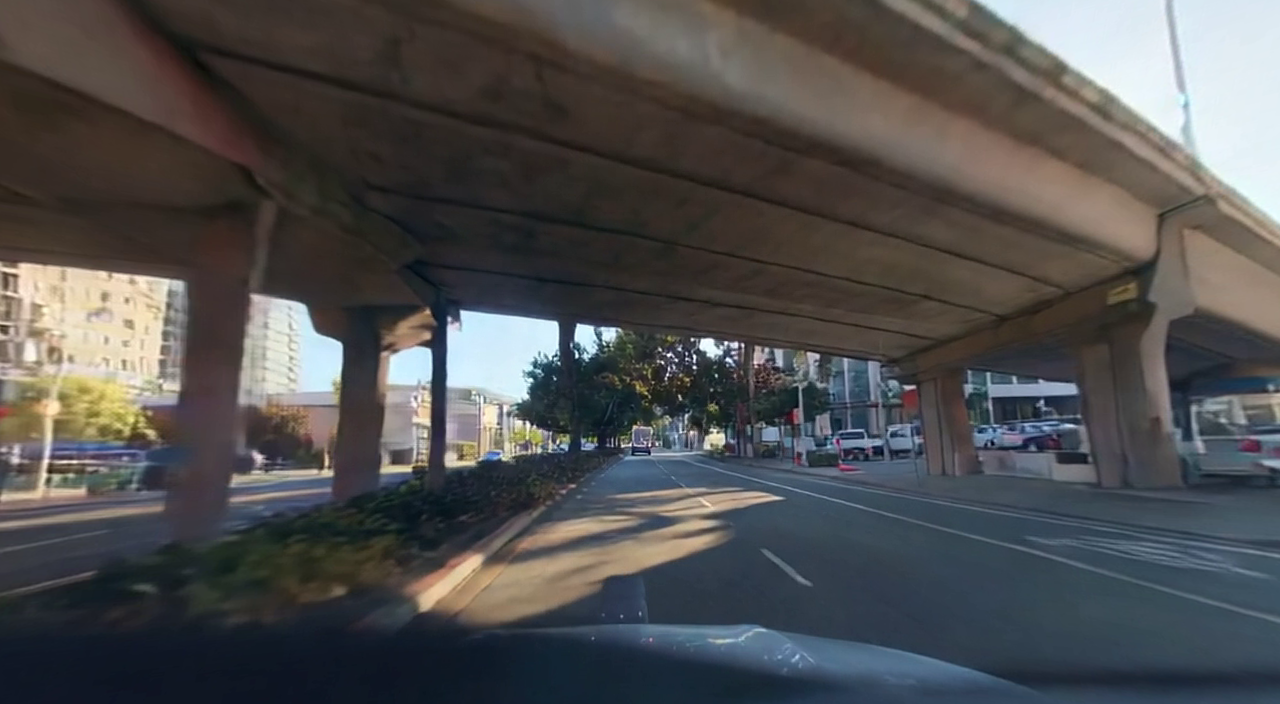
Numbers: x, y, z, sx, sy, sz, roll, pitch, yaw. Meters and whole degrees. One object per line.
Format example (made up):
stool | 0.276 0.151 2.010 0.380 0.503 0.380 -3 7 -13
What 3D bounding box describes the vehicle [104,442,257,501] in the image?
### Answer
vehicle | -15.859 4.104 22.364 2.613 1.746 6.093 3 -9 -19
